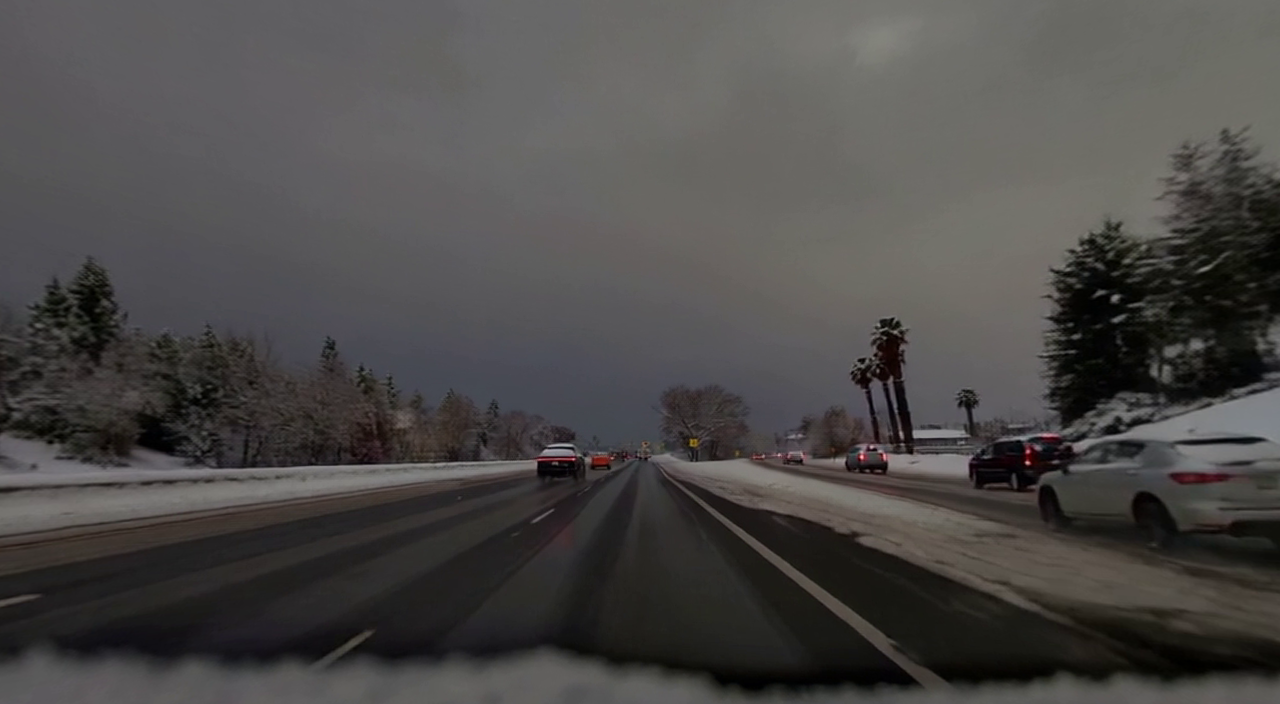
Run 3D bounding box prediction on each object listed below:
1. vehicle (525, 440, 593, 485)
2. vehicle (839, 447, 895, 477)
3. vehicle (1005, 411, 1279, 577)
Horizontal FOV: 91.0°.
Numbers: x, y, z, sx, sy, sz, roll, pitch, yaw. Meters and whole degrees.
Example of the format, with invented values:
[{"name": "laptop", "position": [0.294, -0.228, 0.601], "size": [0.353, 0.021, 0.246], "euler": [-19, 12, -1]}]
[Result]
[{"name": "vehicle", "position": [-3.726, 5.250, 30.195], "size": [2.420, 1.937, 5.916], "euler": [0, -9, 1]}, {"name": "vehicle", "position": [14.275, 6.941, 39.973], "size": [1.991, 1.755, 4.836], "euler": [-1, -9, 3]}, {"name": "vehicle", "position": [8.057, 1.940, 9.455], "size": [2.303, 1.791, 5.247], "euler": [-1, -9, 4]}]
